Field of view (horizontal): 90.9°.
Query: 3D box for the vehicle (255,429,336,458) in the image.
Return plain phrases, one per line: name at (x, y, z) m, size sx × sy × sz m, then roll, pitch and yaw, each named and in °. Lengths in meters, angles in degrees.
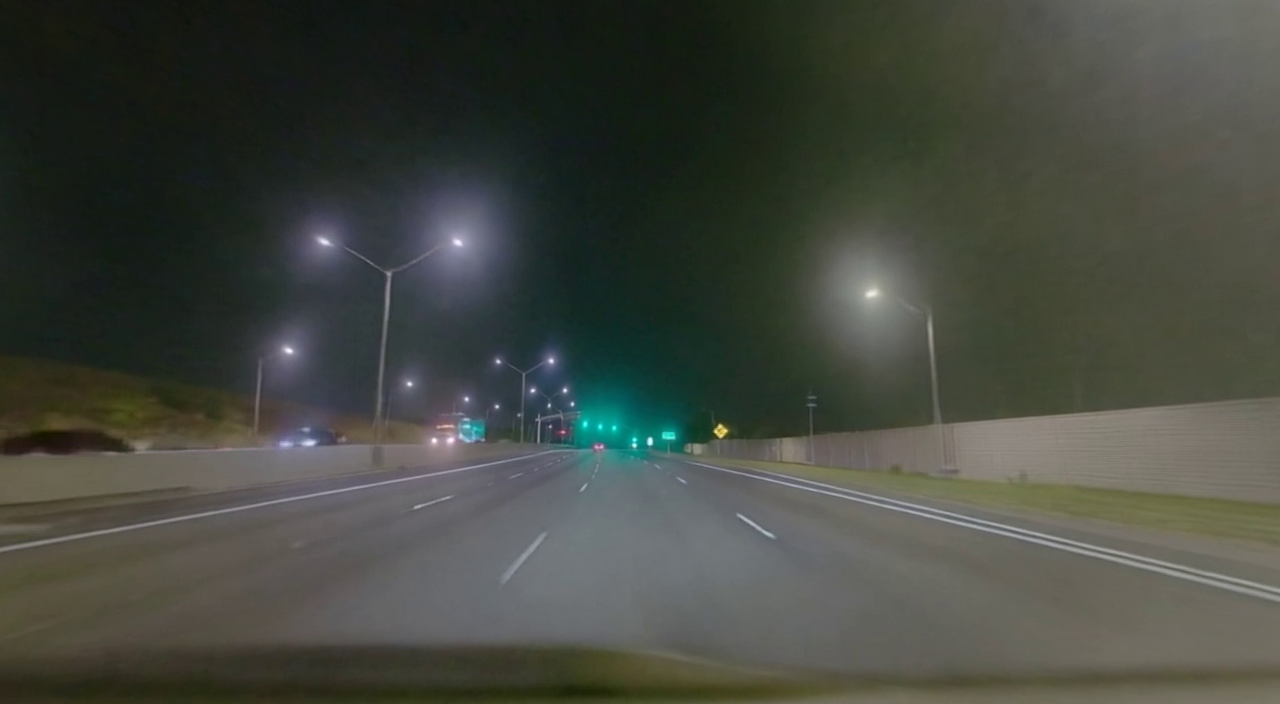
vehicle at (-21.089, 5.656, 38.901) m, size 2.147 × 1.654 × 5.269 m, roll 0°, pitch -8°, yaw -2°
